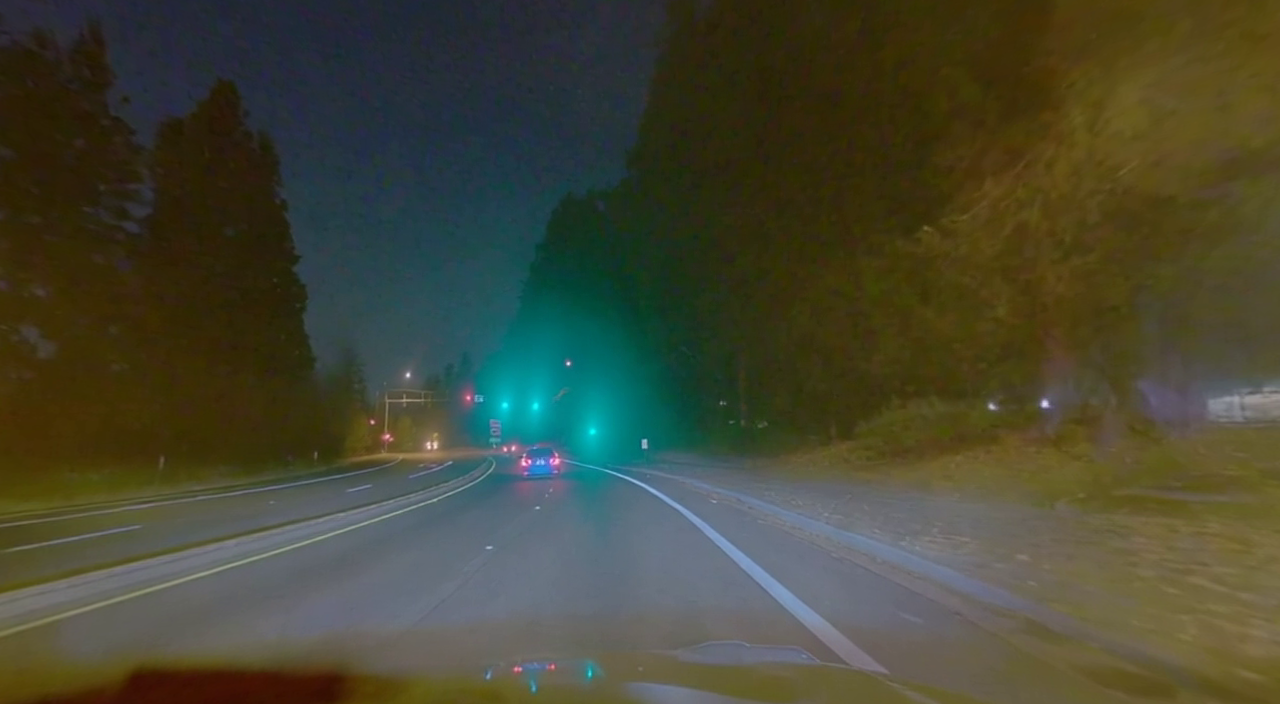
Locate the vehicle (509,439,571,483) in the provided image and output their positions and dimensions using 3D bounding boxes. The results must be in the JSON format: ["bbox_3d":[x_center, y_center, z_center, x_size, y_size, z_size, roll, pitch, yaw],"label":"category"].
[{"bbox_3d":[-3.899,4.161,24.486,2.148,1.521,4.089,1,-8,-10],"label":"vehicle"}]
